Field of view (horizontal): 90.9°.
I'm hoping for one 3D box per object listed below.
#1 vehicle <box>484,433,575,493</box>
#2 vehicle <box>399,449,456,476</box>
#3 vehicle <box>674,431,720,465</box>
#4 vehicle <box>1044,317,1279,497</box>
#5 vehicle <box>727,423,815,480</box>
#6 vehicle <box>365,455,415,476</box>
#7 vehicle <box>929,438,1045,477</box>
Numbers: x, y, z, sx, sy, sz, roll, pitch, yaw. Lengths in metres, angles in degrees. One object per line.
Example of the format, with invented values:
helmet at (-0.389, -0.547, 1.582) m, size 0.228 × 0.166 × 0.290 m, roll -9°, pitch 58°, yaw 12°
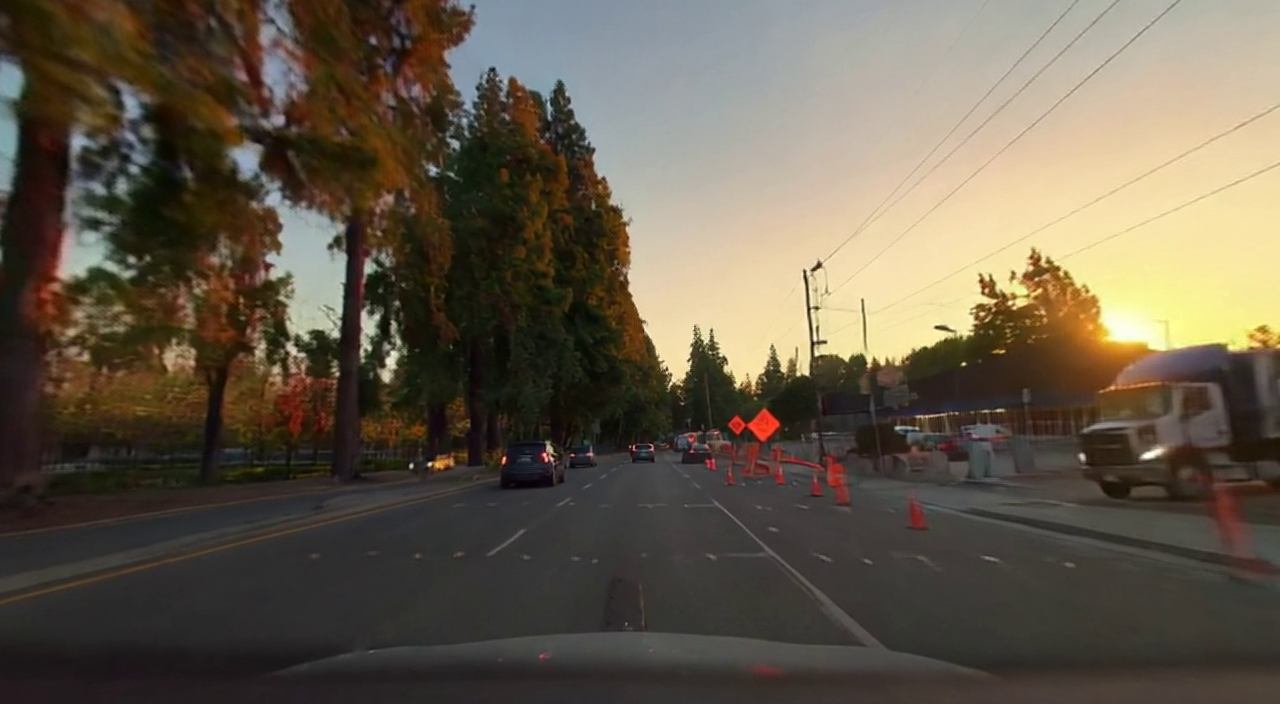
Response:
vehicle at (-3.375, 3.503, 20.250) m, size 2.038 × 1.682 × 4.399 m, roll 0°, pitch -9°, yaw 1°
vehicle at (-13.339, 6.941, 39.806) m, size 1.826 × 1.553 × 4.293 m, roll -1°, pitch -9°, yaw 5°
vehicle at (4.363, 7.590, 49.995) m, size 2.760 × 2.465 × 7.936 m, roll 0°, pitch -9°, yaw -2°
vehicle at (14.864, 1.332, 14.525) m, size 8.949 × 3.673 × 3.044 m, roll 1°, pitch -8°, yaw -2°
vehicle at (5.663, 4.461, 28.464) m, size 2.653 × 2.231 × 6.793 m, roll 0°, pitch -9°, yaw 1°
vehicle at (-18.886, 8.570, 47.791) m, size 1.875 × 1.475 × 4.429 m, roll 0°, pitch -9°, yaw 2°
vehicle at (14.166, 4.326, 26.104) m, size 1.969 × 1.457 × 4.719 m, roll 0°, pitch -9°, yaw -2°
